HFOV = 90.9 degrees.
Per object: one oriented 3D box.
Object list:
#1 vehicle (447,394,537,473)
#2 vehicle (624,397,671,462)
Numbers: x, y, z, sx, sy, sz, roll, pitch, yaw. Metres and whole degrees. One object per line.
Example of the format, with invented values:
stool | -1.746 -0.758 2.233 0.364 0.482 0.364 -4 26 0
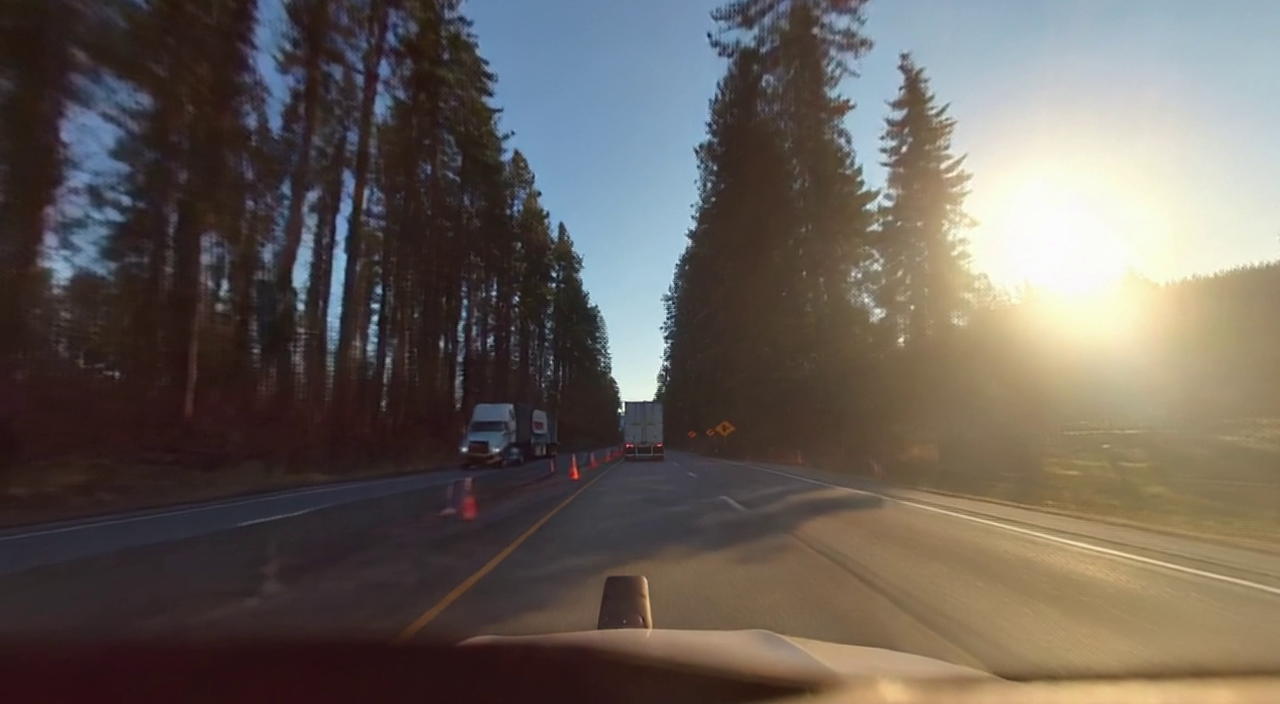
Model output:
vehicle | -8.290 4.795 36.725 3.025 4.018 8.862 0 -8 0
vehicle | 0.355 5.702 45.554 2.935 4.068 11.036 0 -8 -1
